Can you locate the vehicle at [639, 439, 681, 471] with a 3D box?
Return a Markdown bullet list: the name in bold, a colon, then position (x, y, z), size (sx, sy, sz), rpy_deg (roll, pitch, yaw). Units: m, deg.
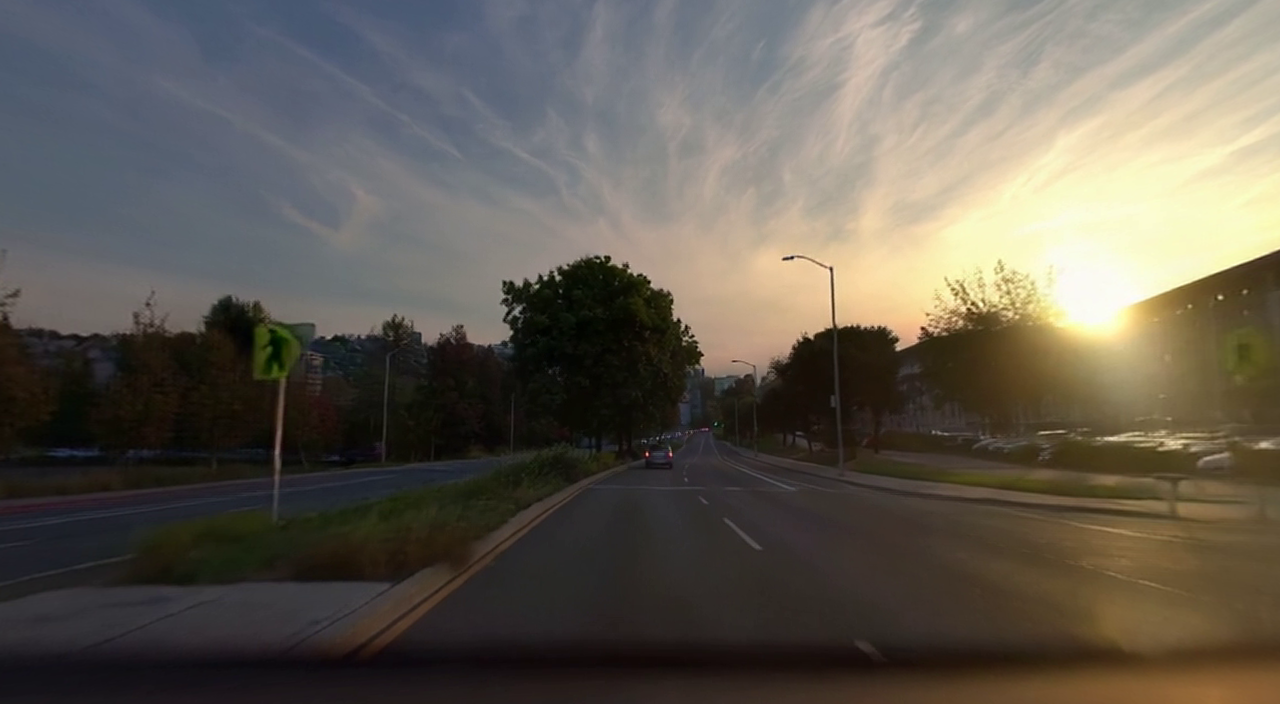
- **vehicle**: position (1.093, 5.567, 34.298), size (2.158, 1.600, 3.865), rpy_deg (-1, -9, 2)
